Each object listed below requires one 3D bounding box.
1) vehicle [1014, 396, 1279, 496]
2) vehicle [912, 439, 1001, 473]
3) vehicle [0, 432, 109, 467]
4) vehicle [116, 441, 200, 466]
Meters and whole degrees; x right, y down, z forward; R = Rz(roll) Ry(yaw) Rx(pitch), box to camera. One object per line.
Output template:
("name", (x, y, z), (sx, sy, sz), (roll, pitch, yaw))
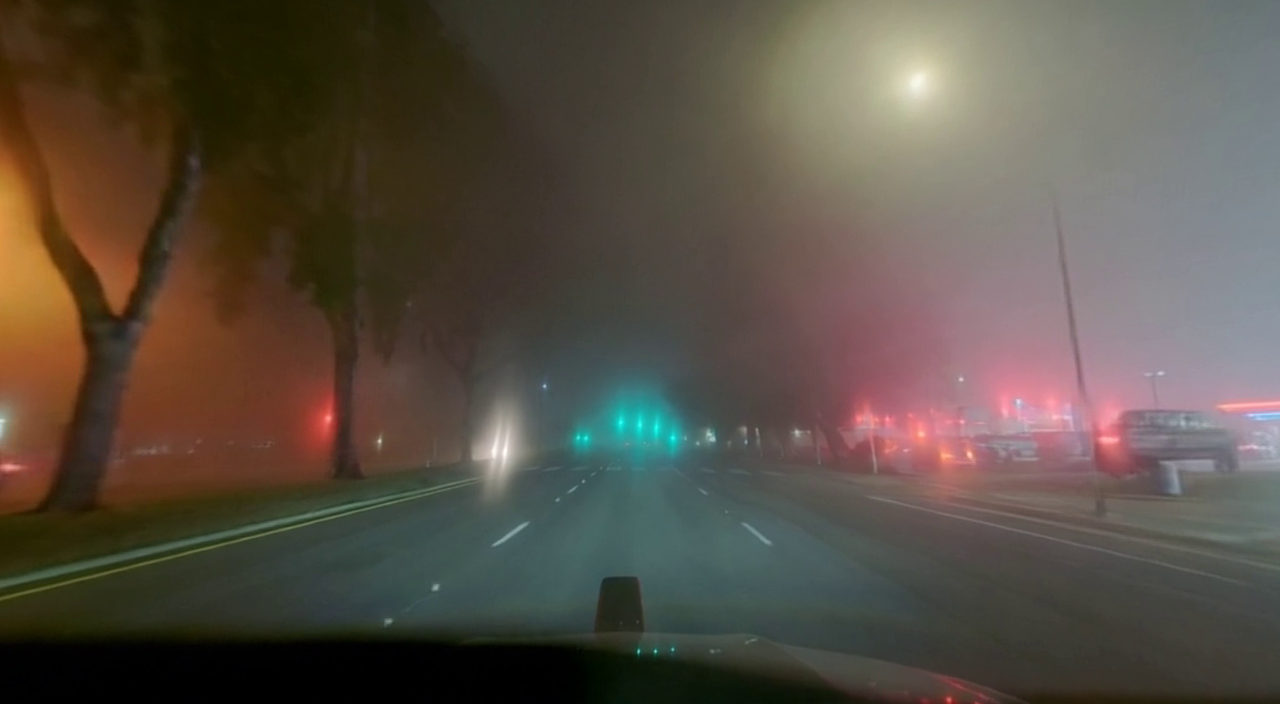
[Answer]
("vehicle", (13.320, 2.360, 15.930), (6.063, 2.313, 2.534), (0, -8, 1))
("vehicle", (14.870, 4.887, 29.976), (1.920, 1.471, 4.516), (0, -8, 1))
("vehicle", (-35.863, 5.825, 37.910), (2.667, 1.929, 6.076), (-1, -8, 0))
("vehicle", (-31.866, 6.711, 41.822), (3.894, 1.590, 1.908), (0, -8, -2))
